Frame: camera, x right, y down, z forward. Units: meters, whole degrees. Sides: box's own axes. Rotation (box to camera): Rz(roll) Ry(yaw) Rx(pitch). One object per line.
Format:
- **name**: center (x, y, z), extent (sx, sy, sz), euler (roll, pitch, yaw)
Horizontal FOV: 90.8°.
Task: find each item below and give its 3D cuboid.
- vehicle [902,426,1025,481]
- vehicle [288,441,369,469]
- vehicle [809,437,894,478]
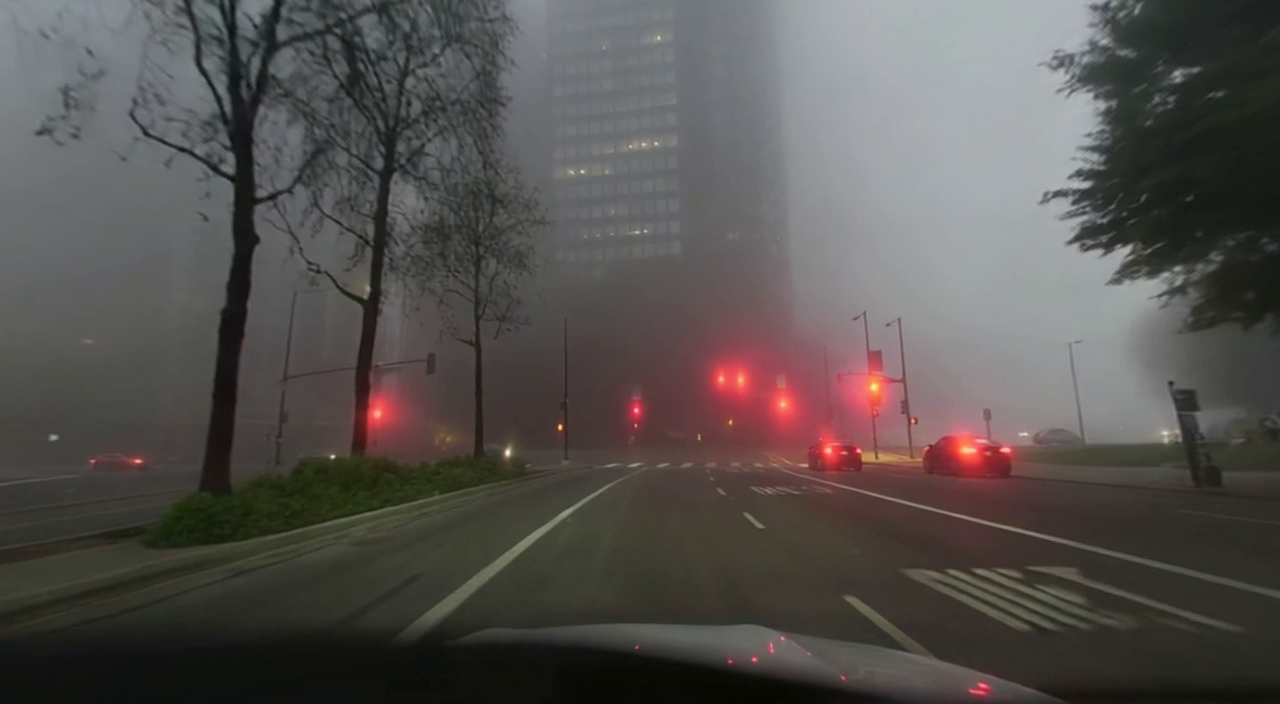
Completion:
- **vehicle**: center (11.810, 3.745, 23.534), extent (2.027, 1.810, 4.854), euler (0, -9, 1)
- **vehicle**: center (-22.033, 7.262, 44.746), extent (4.779, 1.910, 2.125), euler (-2, -9, 12)
- **vehicle**: center (8.359, 4.217, 25.522), extent (1.936, 1.489, 4.885), euler (-1, -8, 3)
